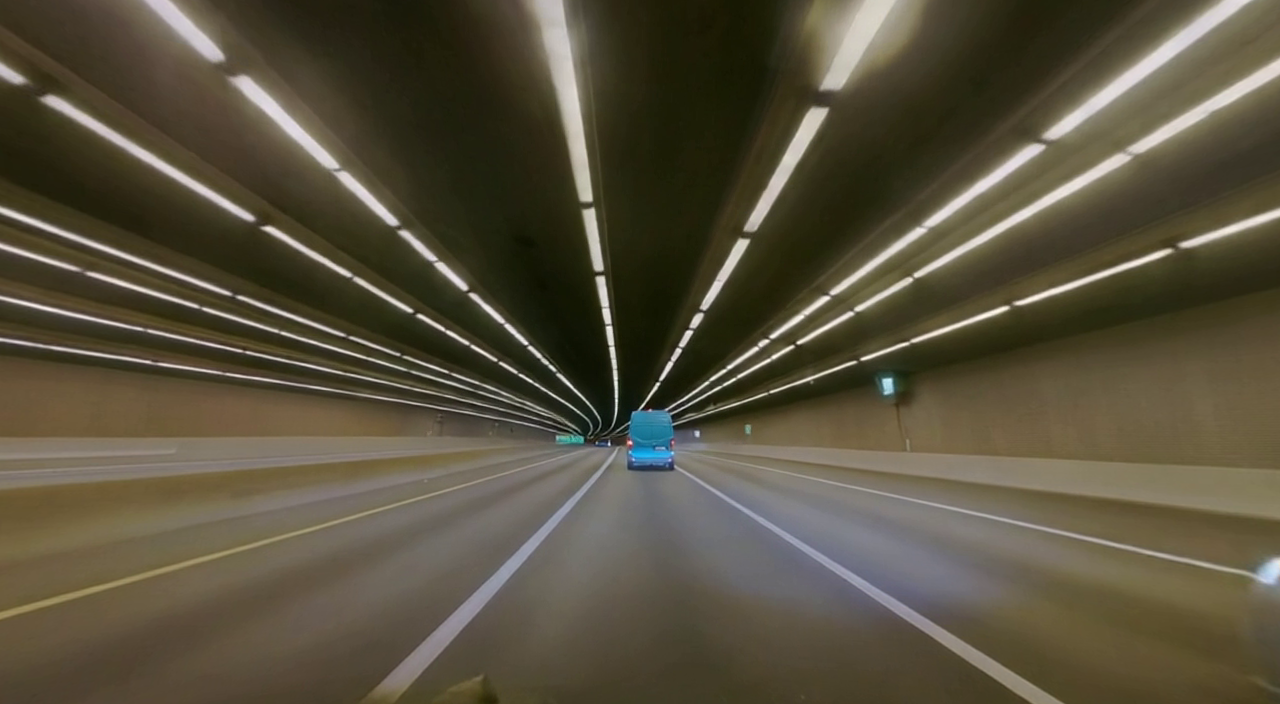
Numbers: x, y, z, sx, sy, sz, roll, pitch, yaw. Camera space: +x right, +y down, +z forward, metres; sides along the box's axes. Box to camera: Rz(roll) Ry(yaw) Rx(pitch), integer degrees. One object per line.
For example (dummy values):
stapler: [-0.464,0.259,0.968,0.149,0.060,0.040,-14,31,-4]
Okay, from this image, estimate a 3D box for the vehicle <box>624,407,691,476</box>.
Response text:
vehicle: [0.617,3.623,25.616,2.404,2.459,5.229,0,-8,0]
